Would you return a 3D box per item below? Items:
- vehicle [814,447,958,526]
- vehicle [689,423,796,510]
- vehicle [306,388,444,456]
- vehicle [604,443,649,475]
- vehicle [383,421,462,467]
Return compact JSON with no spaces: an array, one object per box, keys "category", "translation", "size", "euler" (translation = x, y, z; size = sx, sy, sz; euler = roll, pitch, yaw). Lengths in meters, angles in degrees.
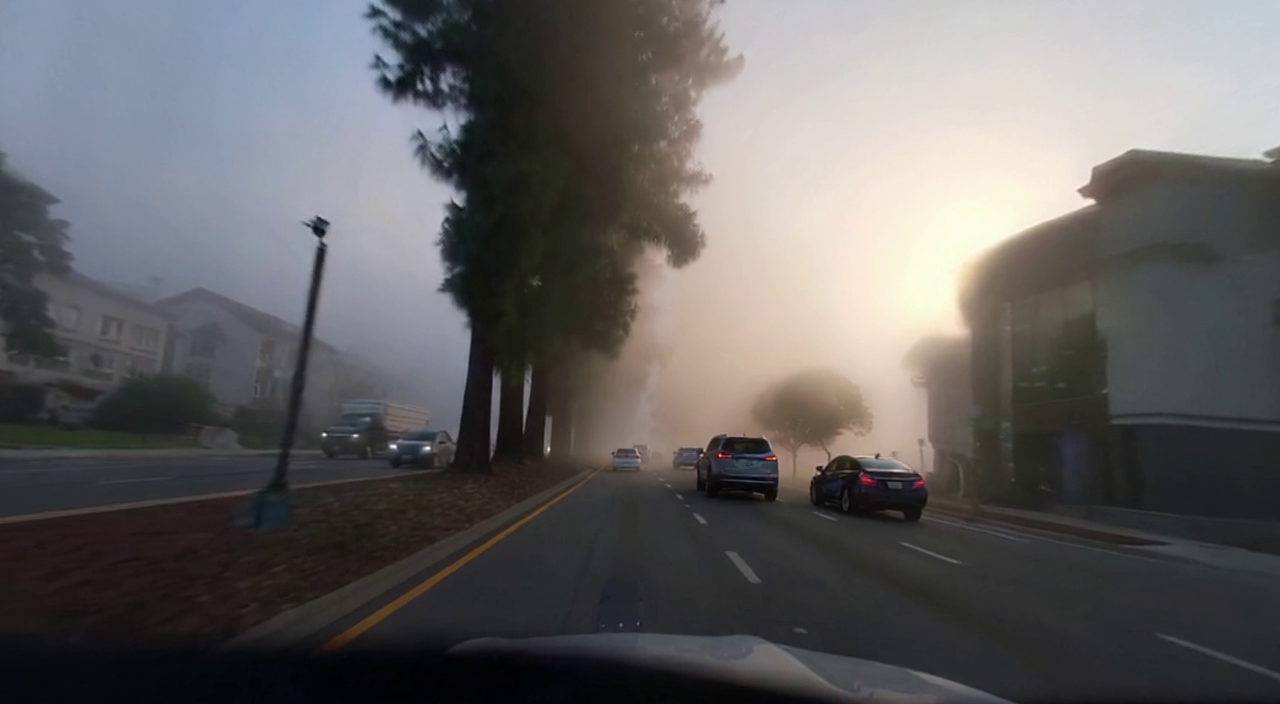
[{"category":"vehicle","translation":[6.197,3.391,16.554],"size":[1.913,1.777,4.269],"euler":[0,-9,-2]},{"category":"vehicle","translation":[2.665,3.091,17.442],"size":[2.035,1.940,4.299],"euler":[4,-9,-1]},{"category":"vehicle","translation":[-15.693,4.595,39.072],"size":[2.944,3.472,12.516],"euler":[1,-9,1]},{"category":"vehicle","translation":[-0.685,5.312,31.542],"size":[2.119,1.460,3.847],"euler":[0,-9,-1]},{"category":"vehicle","translation":[-9.364,4.024,27.589],"size":[1.895,1.816,4.636],"euler":[0,-9,-2]}]
